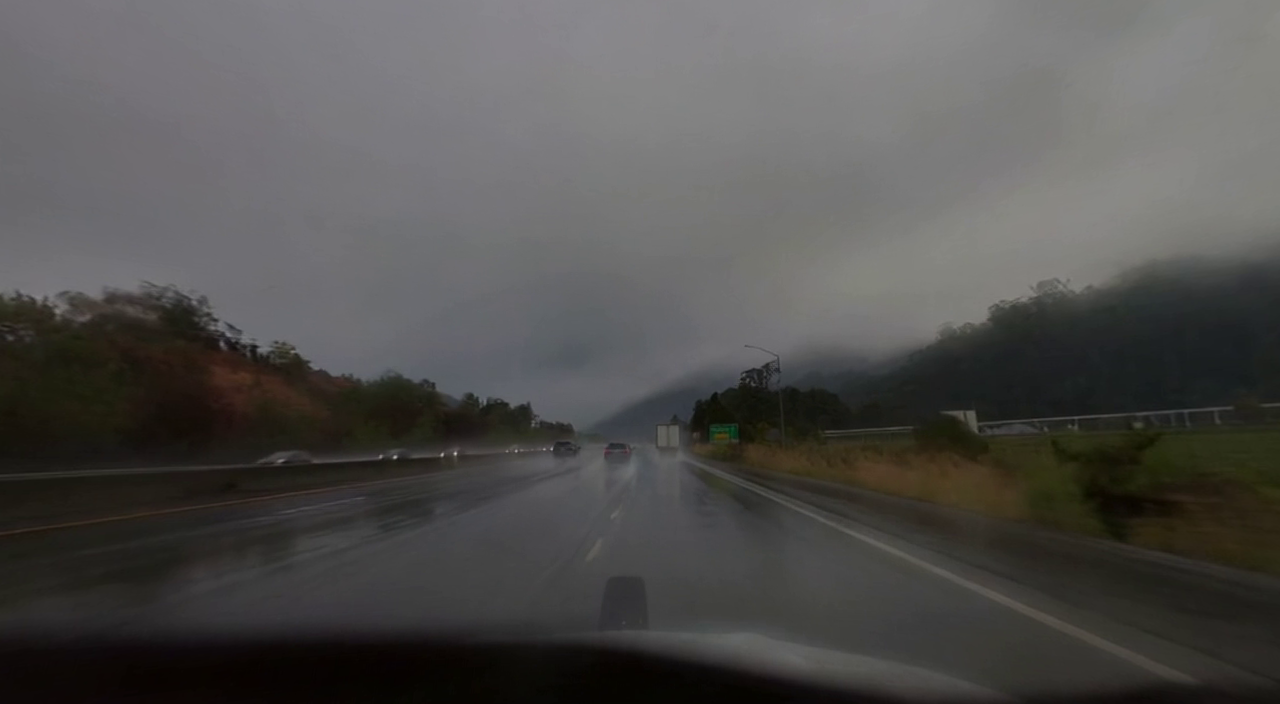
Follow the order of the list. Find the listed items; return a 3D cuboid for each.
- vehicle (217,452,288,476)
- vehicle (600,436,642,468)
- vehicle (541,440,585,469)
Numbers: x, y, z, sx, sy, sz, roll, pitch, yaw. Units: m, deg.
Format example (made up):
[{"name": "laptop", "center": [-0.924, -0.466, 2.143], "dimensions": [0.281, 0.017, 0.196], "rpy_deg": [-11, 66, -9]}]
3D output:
[{"name": "vehicle", "center": [-26.500, 7.660, 43.336], "dimensions": [1.946, 1.489, 4.422], "rpy_deg": [0, -9, 2]}, {"name": "vehicle", "center": [-1.086, 6.157, 38.973], "dimensions": [2.283, 1.802, 4.810], "rpy_deg": [0, -9, 2]}, {"name": "vehicle", "center": [-4.769, 6.384, 39.498], "dimensions": [2.062, 1.691, 4.278], "rpy_deg": [0, -9, 2]}]
